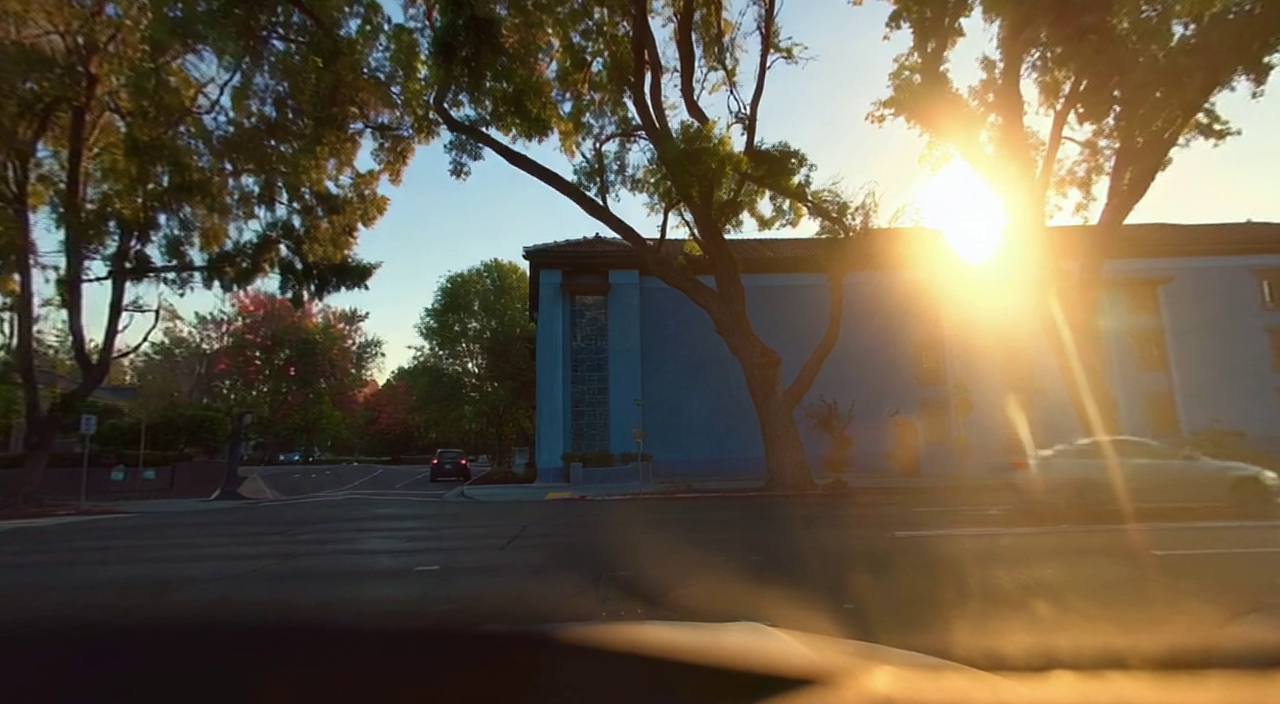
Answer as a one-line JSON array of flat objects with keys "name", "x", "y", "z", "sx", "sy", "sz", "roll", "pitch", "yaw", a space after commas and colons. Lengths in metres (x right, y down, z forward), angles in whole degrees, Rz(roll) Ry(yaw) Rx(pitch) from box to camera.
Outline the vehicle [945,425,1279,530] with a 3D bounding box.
[{"name": "vehicle", "x": 7.707, "y": 1.963, "z": 10.259, "sx": 4.426, "sy": 1.451, "sz": 2.124, "roll": 1, "pitch": -9, "yaw": -7}]
